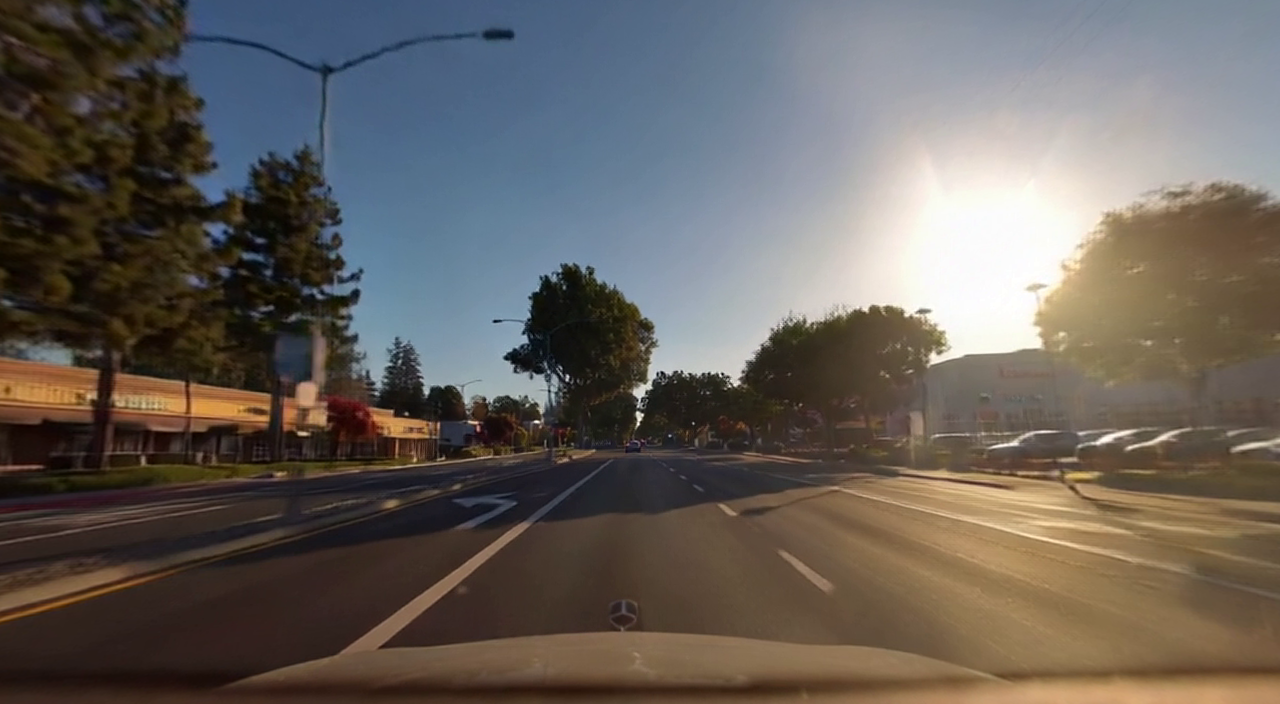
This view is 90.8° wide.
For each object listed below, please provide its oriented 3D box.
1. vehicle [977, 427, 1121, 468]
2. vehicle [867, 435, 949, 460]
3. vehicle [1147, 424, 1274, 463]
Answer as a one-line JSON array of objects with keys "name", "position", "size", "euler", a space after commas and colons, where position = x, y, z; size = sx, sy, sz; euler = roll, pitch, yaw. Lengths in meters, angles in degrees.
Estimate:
[{"name": "vehicle", "position": [17.979, 4.218, 27.943], "size": [4.935, 1.753, 1.958], "euler": [0, -8, 1]}, {"name": "vehicle", "position": [17.088, 6.082, 40.364], "size": [4.324, 1.536, 1.947], "euler": [0, -8, -1]}, {"name": "vehicle", "position": [28.041, 4.538, 31.318], "size": [1.931, 1.784, 4.813], "euler": [0, -8, 2]}]
